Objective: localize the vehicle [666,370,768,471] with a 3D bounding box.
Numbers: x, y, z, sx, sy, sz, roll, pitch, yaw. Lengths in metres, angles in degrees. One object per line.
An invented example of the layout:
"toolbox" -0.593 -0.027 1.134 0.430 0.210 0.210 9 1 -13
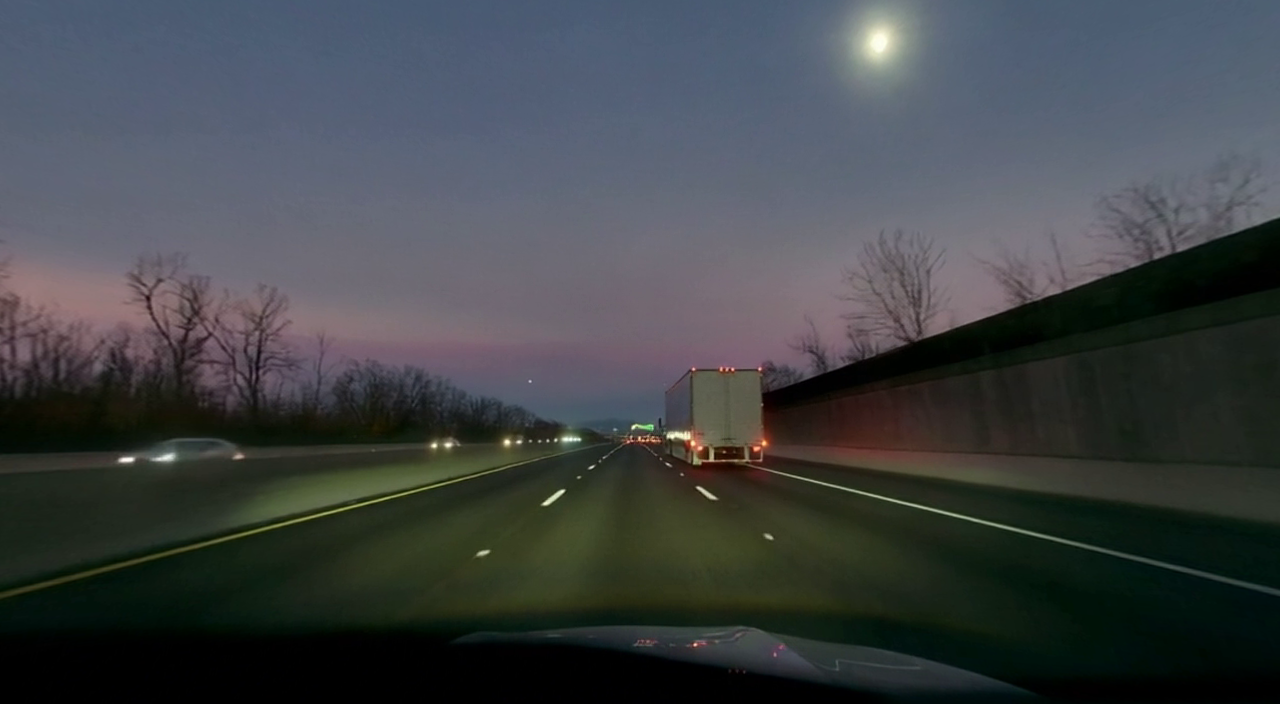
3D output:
"vehicle" 3.524 3.845 33.888 2.979 4.161 15.508 1 -7 -2

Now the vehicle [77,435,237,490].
"vehicle" -15.860 3.609 21.011 1.890 1.622 4.373 0 -8 0
